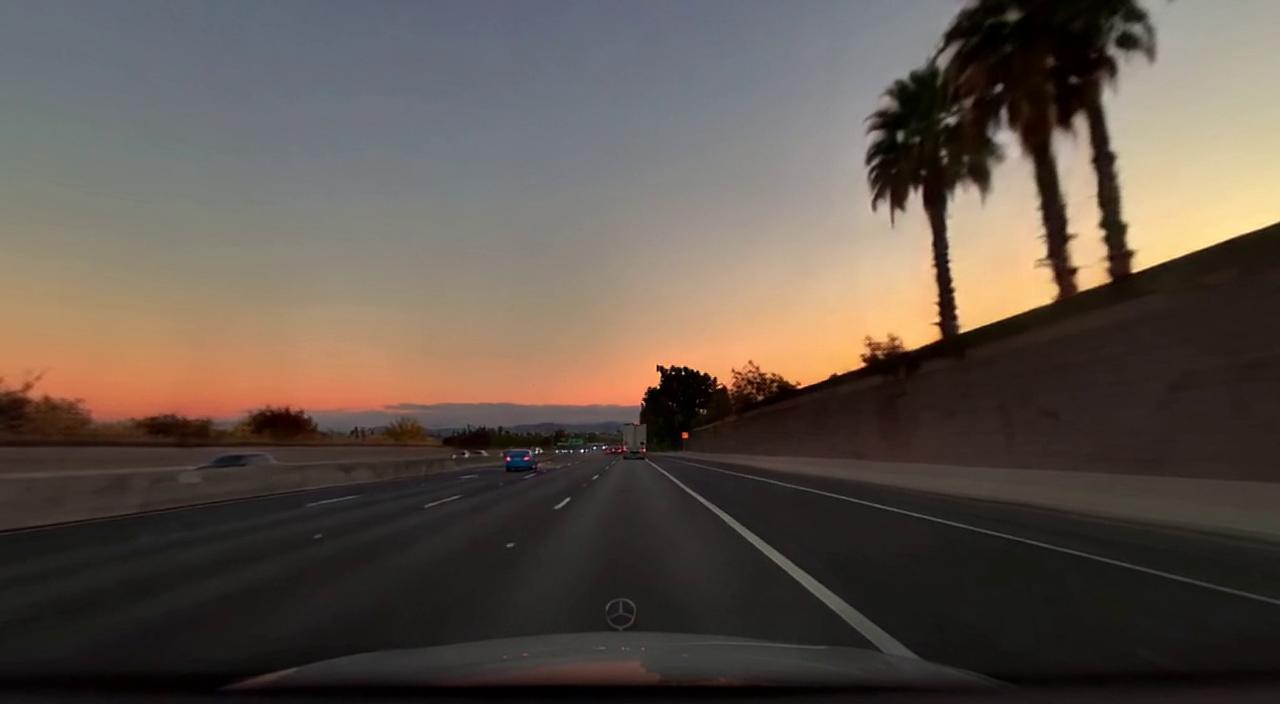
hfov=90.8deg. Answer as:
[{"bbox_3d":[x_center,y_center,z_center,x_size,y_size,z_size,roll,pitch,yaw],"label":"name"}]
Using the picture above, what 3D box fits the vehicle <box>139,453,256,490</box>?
[{"bbox_3d":[-20.095,5.420,29.005,1.963,1.481,4.748,0,-9,0],"label":"vehicle"}]
